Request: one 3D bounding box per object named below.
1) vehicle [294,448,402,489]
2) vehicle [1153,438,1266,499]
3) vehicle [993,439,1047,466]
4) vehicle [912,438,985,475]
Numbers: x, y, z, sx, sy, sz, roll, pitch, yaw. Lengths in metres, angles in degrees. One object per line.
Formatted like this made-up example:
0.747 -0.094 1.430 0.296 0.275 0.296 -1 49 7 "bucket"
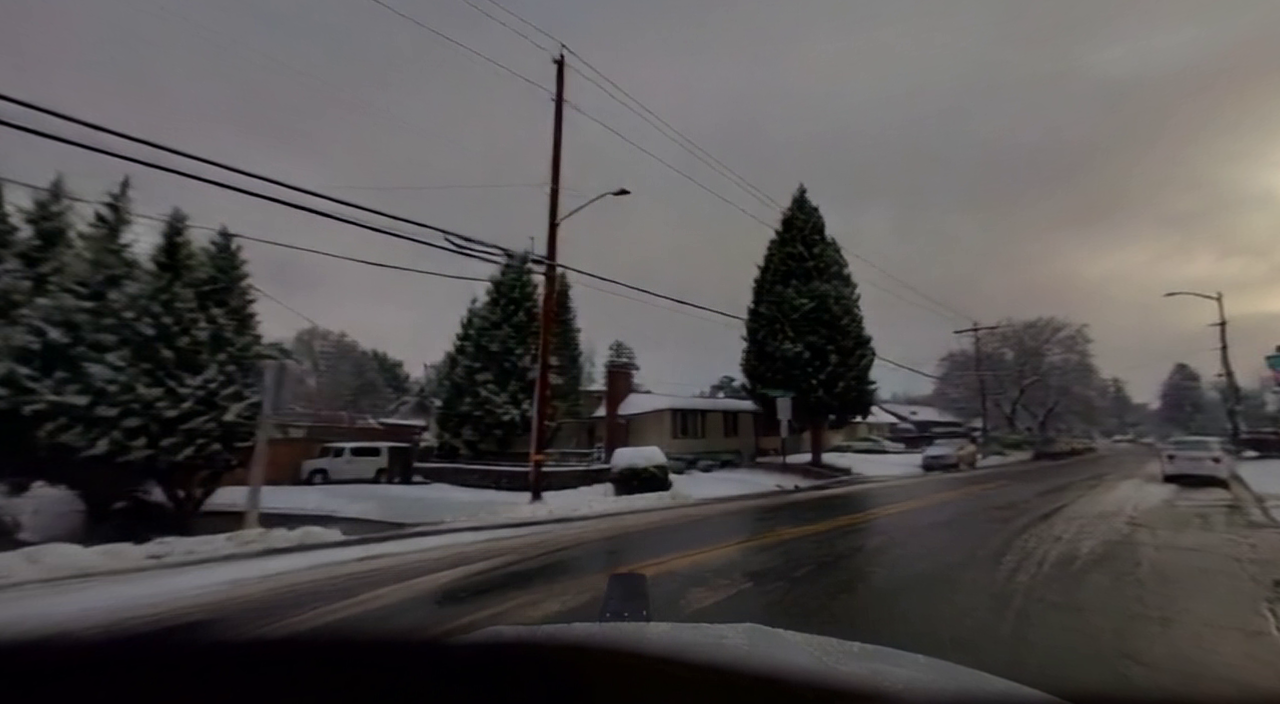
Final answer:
-12.449 4.934 27.005 3.784 1.532 1.650 6 -11 -42 "vehicle"
16.267 3.271 18.001 2.014 1.482 4.599 -8 -12 42 "vehicle"
26.913 7.098 44.567 2.120 1.799 5.370 -9 -13 41 "vehicle"
16.072 5.397 32.739 2.027 1.695 4.437 -13 -15 41 "vehicle"
